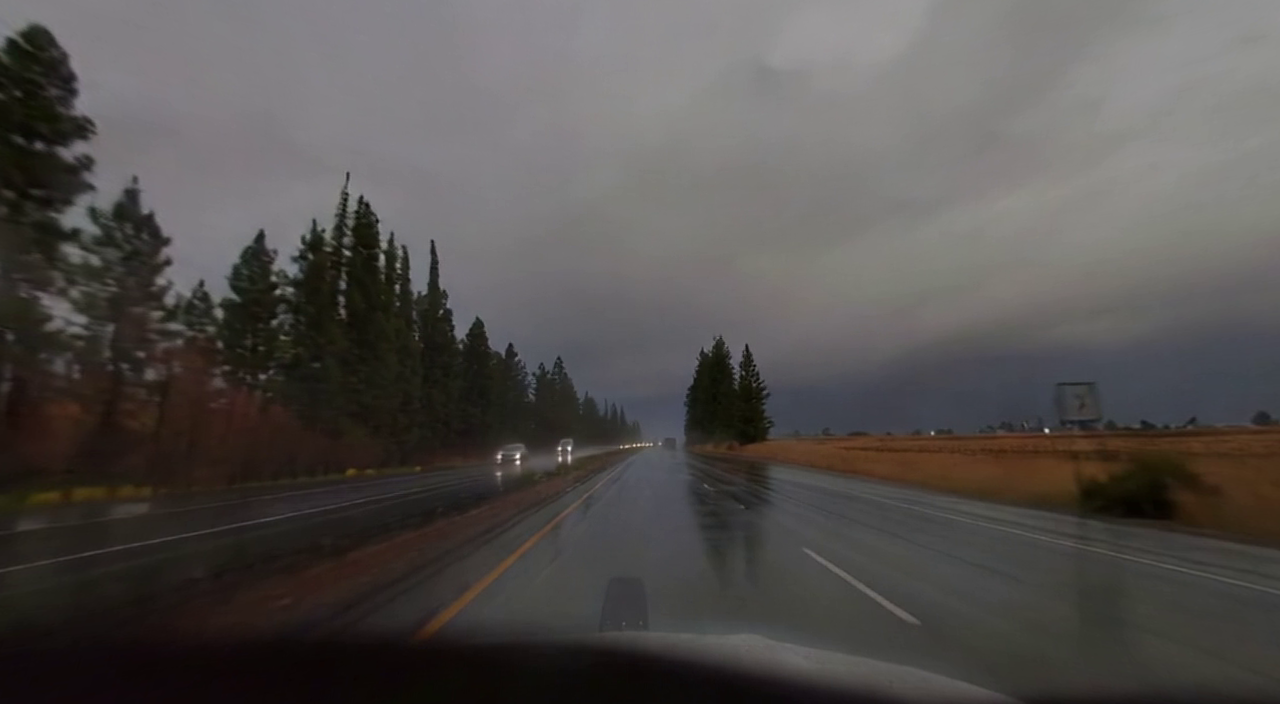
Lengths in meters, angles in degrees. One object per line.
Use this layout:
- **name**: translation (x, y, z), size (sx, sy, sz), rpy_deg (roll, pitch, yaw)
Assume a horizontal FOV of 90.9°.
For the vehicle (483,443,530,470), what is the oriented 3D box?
- **vehicle**: translation (-8.570, 6.749, 40.863), size (2.049, 1.635, 4.407), rpy_deg (0, -8, 1)
